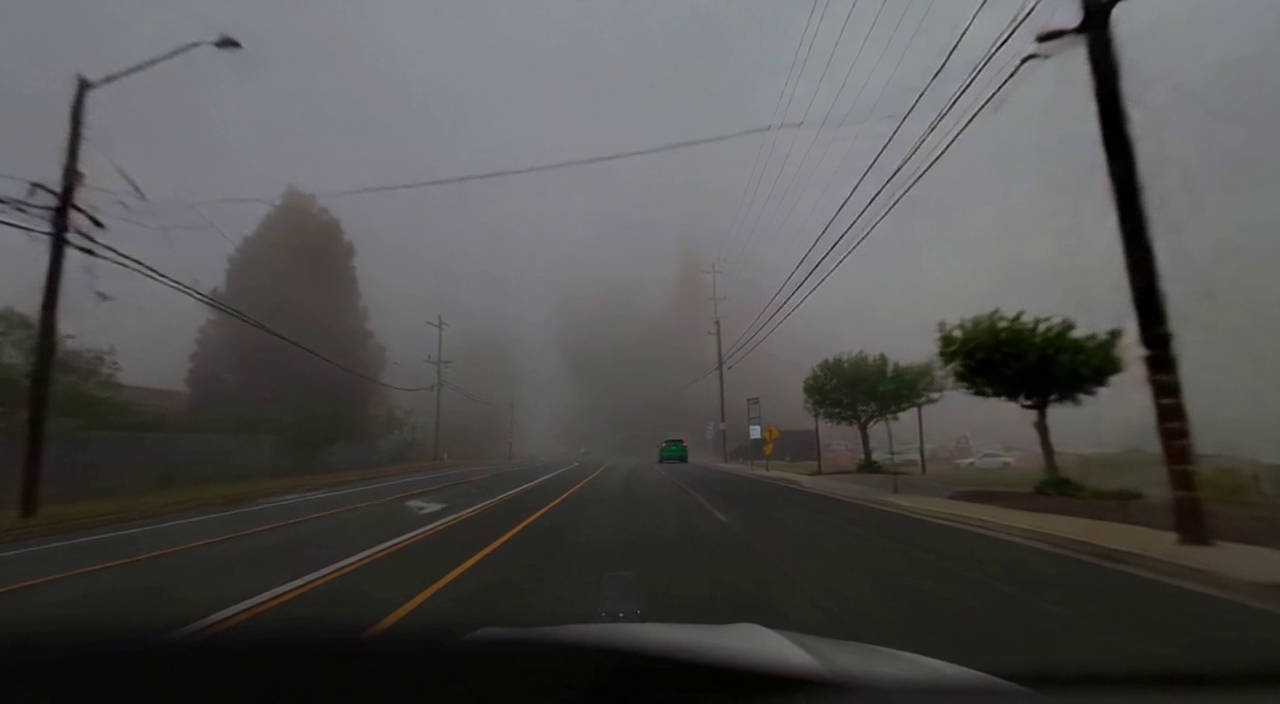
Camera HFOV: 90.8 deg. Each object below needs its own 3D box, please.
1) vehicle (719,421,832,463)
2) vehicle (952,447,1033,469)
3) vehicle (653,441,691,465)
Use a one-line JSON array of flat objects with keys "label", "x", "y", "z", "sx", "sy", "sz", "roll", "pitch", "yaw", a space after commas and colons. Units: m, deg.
[{"label": "vehicle", "x": 10.374, "y": 7.014, "z": 48.764, "sx": 7.877, "sy": 3.013, "sz": 2.916, "roll": -5, "pitch": -11, "yaw": 30}, {"label": "vehicle", "x": 24.312, "y": 7.339, "z": 43.689, "sx": 4.462, "sy": 1.449, "sz": 1.877, "roll": 0, "pitch": -8, "yaw": -2}, {"label": "vehicle", "x": 2.022, "y": 6.567, "z": 41.133, "sx": 2.015, "sy": 1.467, "sz": 4.117, "roll": 1, "pitch": -8, "yaw": -4}]
